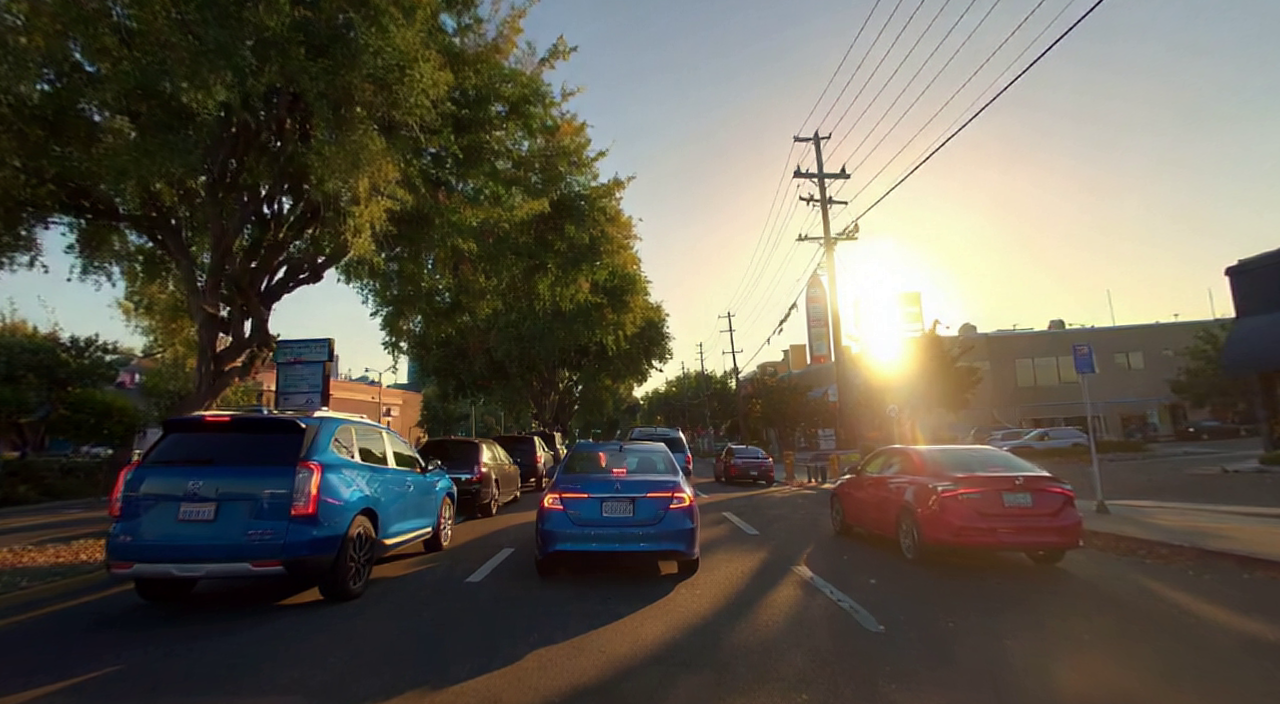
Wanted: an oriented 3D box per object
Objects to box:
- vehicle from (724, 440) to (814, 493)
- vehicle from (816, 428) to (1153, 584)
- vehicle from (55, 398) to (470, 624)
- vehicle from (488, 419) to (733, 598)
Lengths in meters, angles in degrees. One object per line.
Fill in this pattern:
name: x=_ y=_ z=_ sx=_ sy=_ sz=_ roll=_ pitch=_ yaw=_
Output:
vehicle: x=3.823 y=3.465 z=19.492 sx=1.876 sy=1.456 sz=4.025 roll=0 pitch=-9 yaw=-1
vehicle: x=3.914 y=1.802 z=8.275 sx=1.909 sy=1.473 sz=4.361 roll=0 pitch=-9 yaw=-1
vehicle: x=-3.436 y=1.519 z=6.983 sx=1.979 sy=1.697 sz=4.254 roll=0 pitch=-9 yaw=-1
vehicle: x=-0.308 y=1.631 z=7.401 sx=2.097 sy=1.511 sz=3.809 roll=0 pitch=-9 yaw=-2
